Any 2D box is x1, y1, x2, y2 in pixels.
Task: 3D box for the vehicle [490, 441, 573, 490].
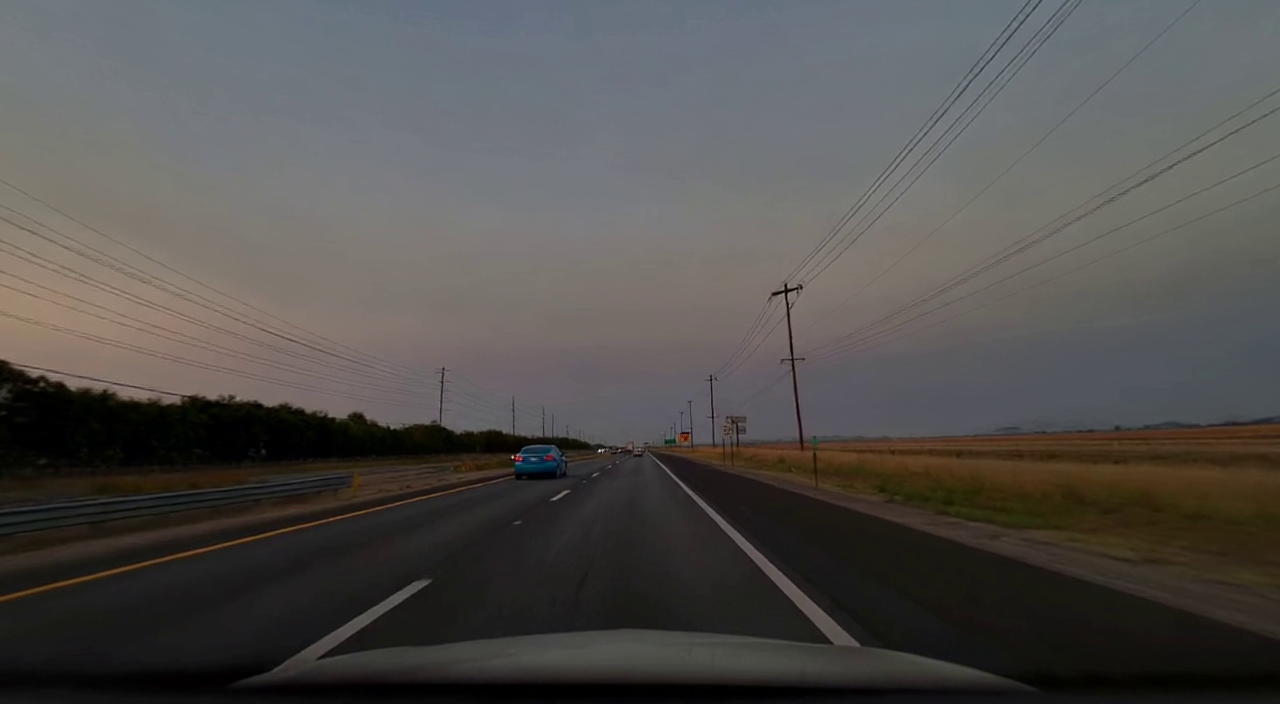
[{"bbox_3d":[-3.769,4.026,22.659,2.106,1.543,4.465,0,-9,1],"label":"vehicle"}]
